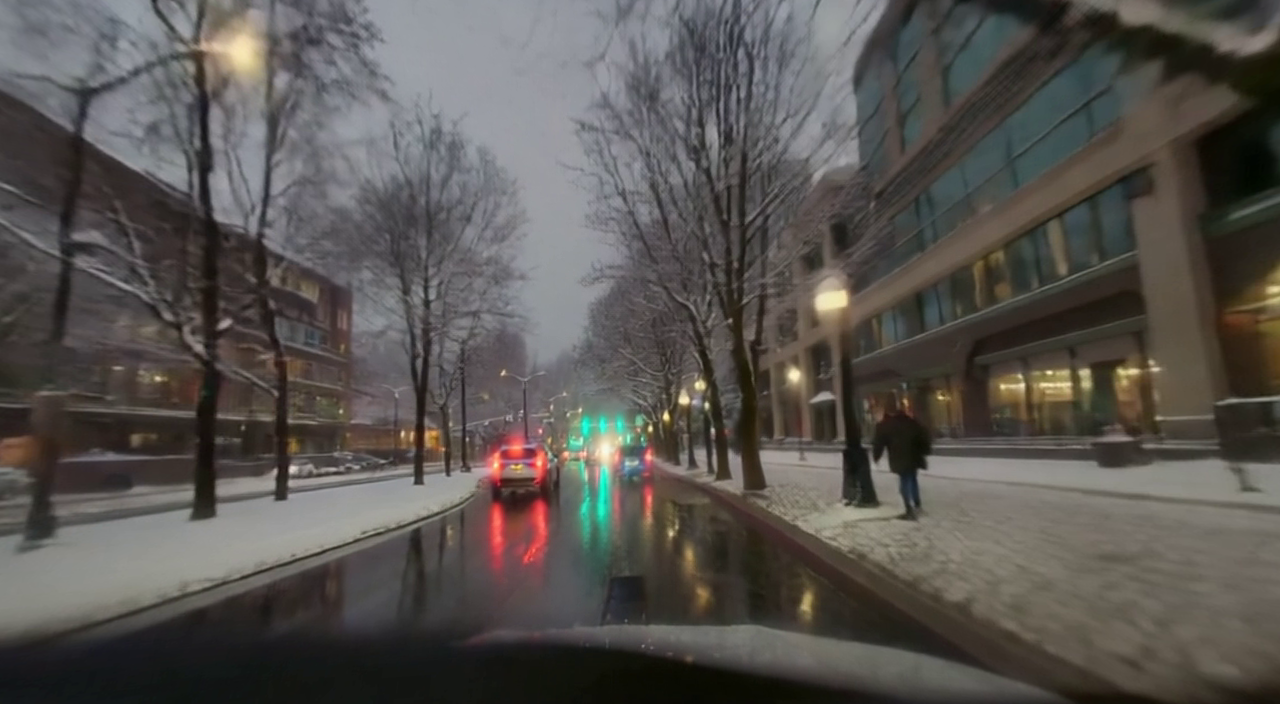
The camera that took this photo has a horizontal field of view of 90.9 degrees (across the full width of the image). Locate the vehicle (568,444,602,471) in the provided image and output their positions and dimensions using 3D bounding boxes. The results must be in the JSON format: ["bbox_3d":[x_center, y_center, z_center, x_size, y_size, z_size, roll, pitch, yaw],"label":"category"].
[{"bbox_3d":[-3.971,7.694,46.347,2.220,1.847,4.587,0,-9,-2],"label":"vehicle"}]

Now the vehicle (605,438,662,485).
[{"bbox_3d":[-0.292,4.420,25.787,2.120,1.758,3.917,0,-9,-1],"label":"vehicle"}]

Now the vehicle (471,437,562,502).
[{"bbox_3d":[-3.580,3.476,19.008,1.940,1.722,3.823,0,-9,0],"label":"vehicle"}]
